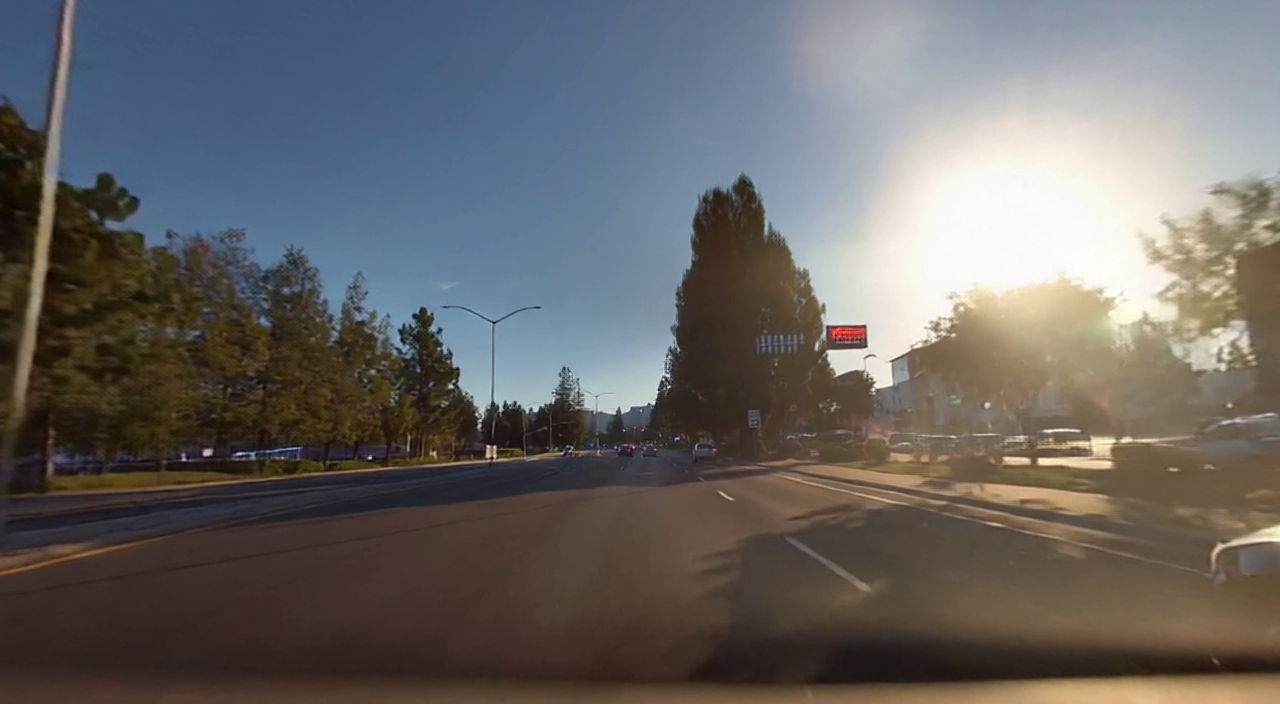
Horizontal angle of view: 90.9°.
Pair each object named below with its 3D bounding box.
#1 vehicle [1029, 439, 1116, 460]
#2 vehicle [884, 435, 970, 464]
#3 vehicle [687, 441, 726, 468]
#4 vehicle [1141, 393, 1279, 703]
[{"bbox_3d":[32.545,7.349,47.526,5.080,1.504,1.946,-9,-12,44],"label":"vehicle"},{"bbox_3d":[18.050,6.153,39.774,4.386,1.701,2.121,-1,-9,3],"label":"vehicle"},{"bbox_3d":[4.290,6.706,41.473,2.007,1.683,4.171,0,-8,-1],"label":"vehicle"},{"bbox_3d":[3.608,0.679,0.858,1.995,1.528,4.732,0,-9,1],"label":"vehicle"}]
